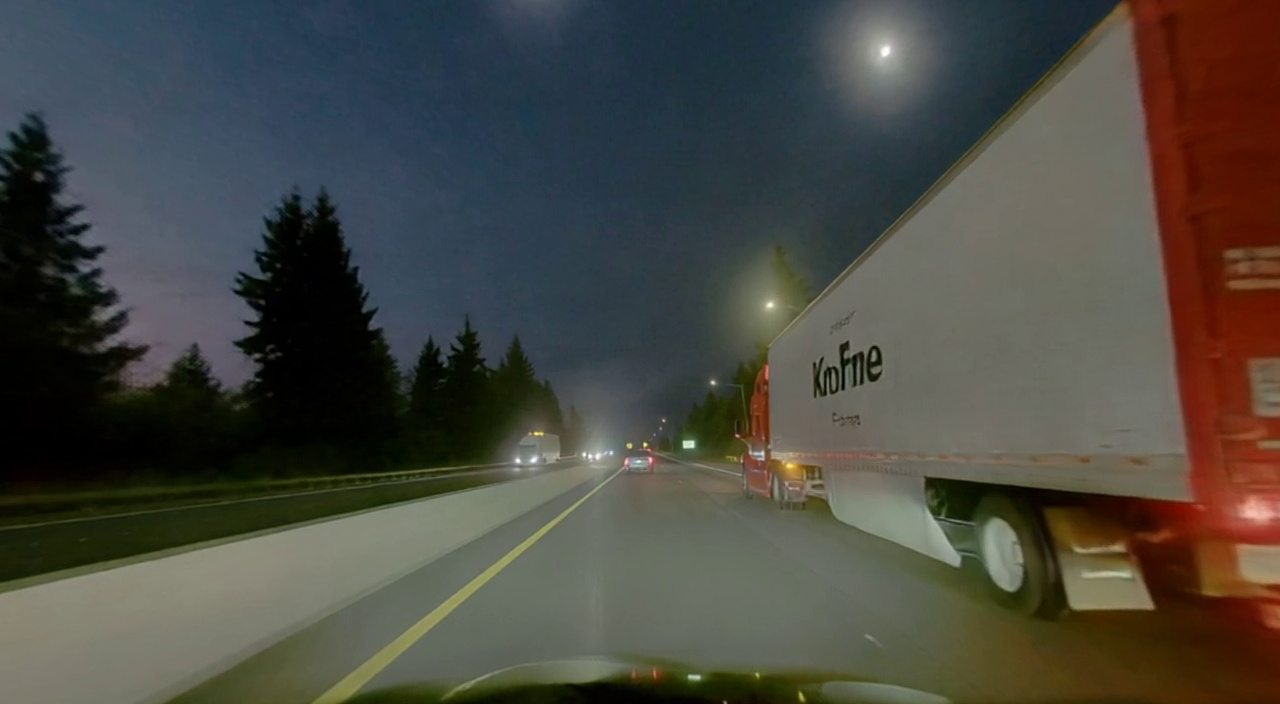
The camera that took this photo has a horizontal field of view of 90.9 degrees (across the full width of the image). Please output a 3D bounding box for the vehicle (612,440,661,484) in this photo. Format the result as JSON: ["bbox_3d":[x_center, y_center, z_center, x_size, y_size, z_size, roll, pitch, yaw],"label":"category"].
[{"bbox_3d":[-0.146,5.035,29.180,2.105,1.865,4.102,0,-9,0],"label":"vehicle"}]

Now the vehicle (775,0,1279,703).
[{"bbox_3d":[4.354,0.355,6.594,3.030,3.985,12.707,0,-9,0],"label":"vehicle"}]
